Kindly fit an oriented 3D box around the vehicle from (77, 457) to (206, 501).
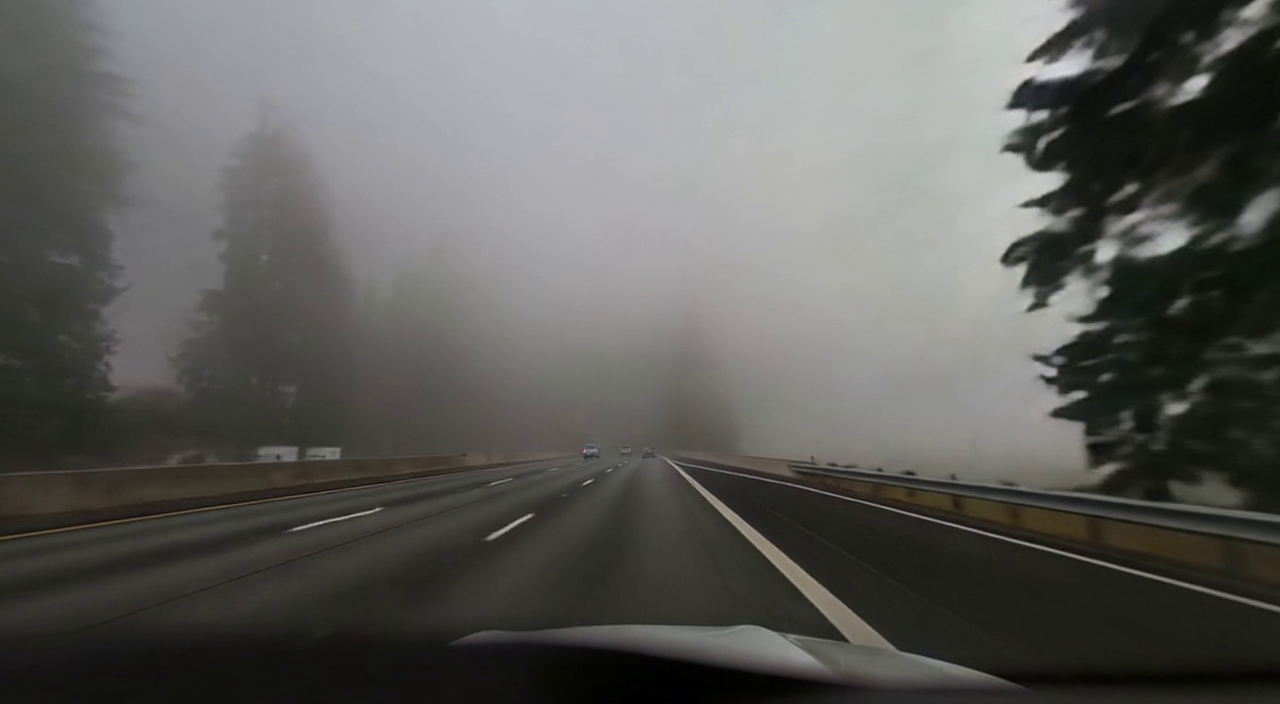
[{"bbox_3d":[-19.287,4.894,24.596,1.743,1.431,3.925,1,-8,1],"label":"vehicle"}]
